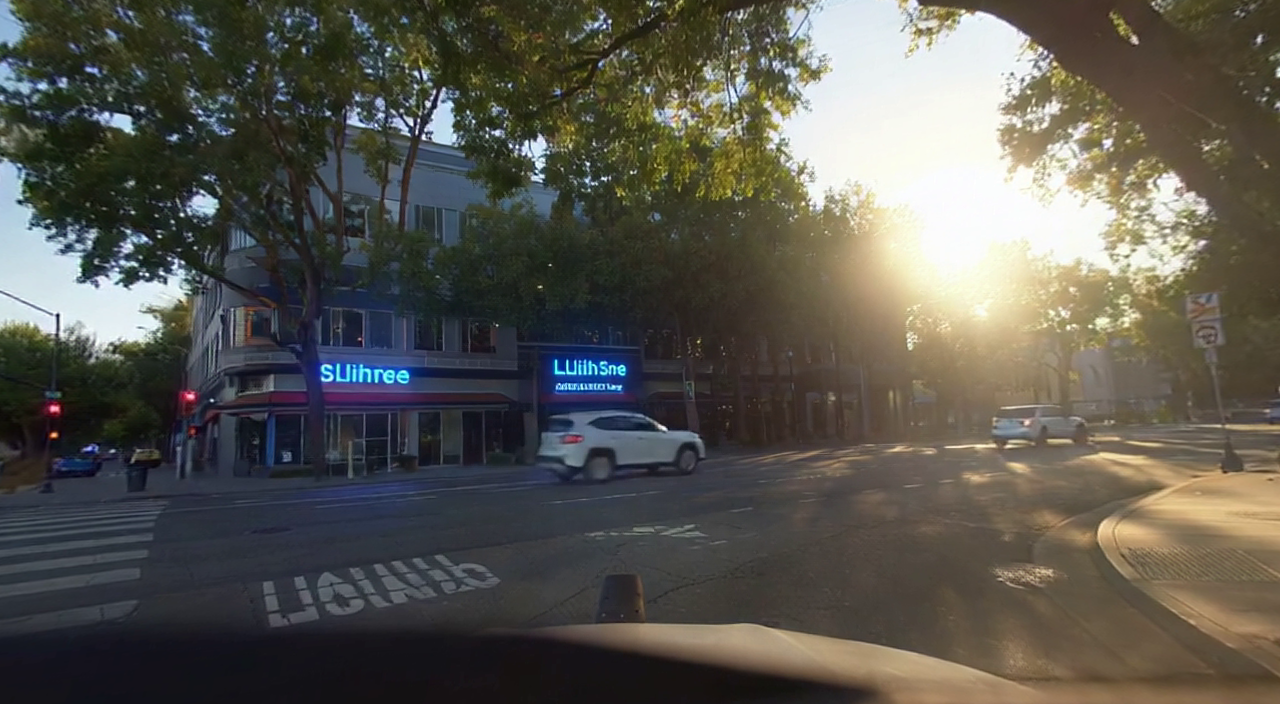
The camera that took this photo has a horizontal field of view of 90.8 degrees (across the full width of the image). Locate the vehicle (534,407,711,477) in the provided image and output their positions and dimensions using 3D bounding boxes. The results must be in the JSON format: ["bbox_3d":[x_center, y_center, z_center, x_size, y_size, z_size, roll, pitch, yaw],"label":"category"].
[{"bbox_3d":[-0.446,2.621,18.309,4.689,1.758,2.146,5,-10,-33],"label":"vehicle"}]

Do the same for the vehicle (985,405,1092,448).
[{"bbox_3d":[16.313,3.092,25.797,4.377,1.624,1.953,6,-10,-34],"label":"vehicle"}]
